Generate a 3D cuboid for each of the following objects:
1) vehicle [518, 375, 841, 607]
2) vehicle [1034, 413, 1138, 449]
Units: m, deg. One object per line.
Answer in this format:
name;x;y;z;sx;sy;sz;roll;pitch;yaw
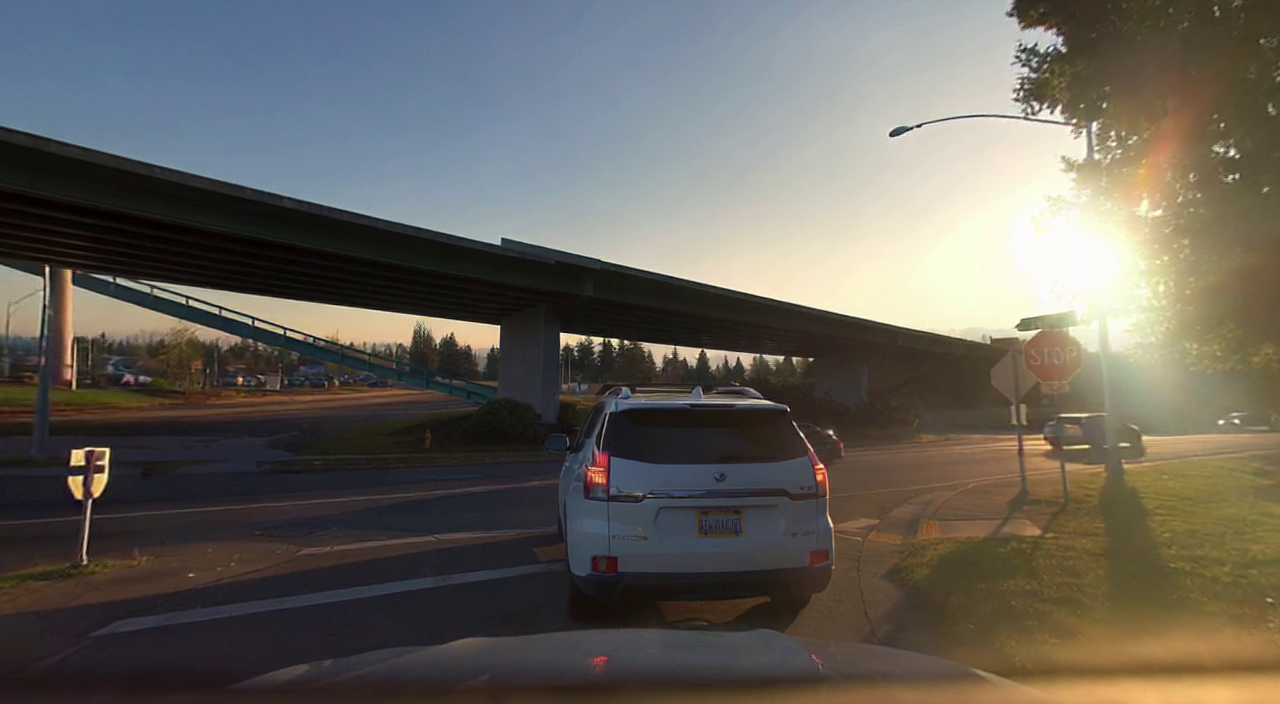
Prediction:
vehicle;0.310;1.404;7.151;2.494;1.804;4.336;0;-9;0
vehicle;22.207;3.972;31.395;5.060;1.648;2.038;4;-10;-28
